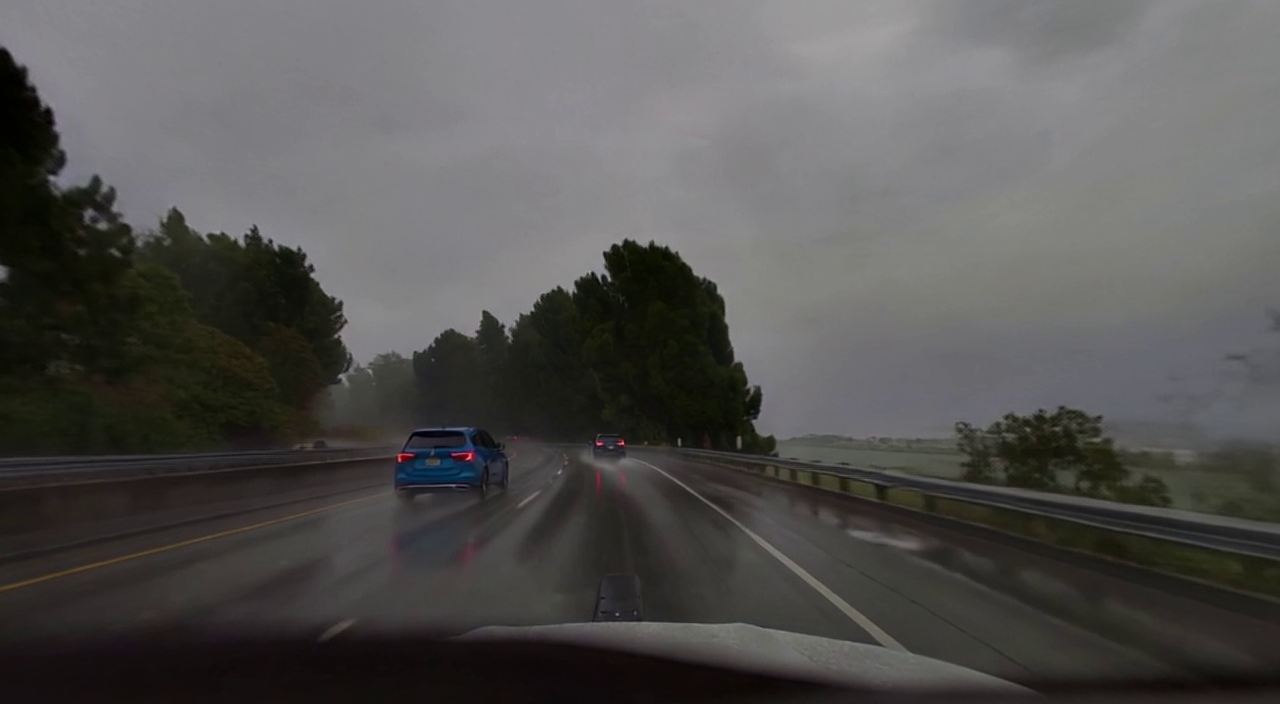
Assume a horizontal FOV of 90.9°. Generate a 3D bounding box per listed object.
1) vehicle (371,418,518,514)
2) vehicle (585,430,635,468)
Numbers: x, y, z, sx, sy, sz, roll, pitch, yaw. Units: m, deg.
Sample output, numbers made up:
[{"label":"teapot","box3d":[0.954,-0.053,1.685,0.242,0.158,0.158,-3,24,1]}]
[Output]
[{"label":"vehicle","box3d":[-4.300,2.565,14.817,2.053,1.847,4.760,0,-8,-2]},{"label":"vehicle","box3d":[-1.668,5.073,33.331,2.452,1.857,4.022,0,-8,-5]}]
